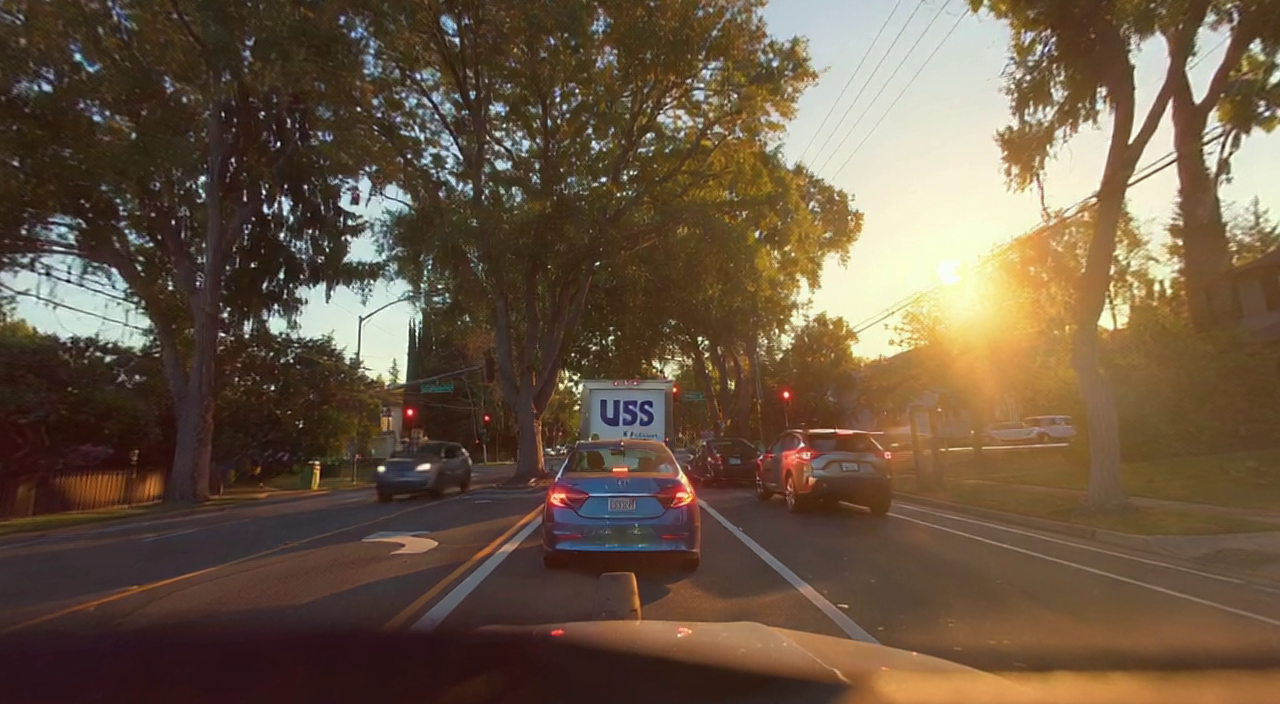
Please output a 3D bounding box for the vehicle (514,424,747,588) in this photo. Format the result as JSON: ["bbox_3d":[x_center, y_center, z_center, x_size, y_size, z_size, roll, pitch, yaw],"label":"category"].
[{"bbox_3d":[-0.139,1.730,7.978,2.135,1.483,4.207,0,-8,-2],"label":"vehicle"}]

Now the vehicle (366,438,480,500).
[{"bbox_3d":[-6.355,3.457,19.078,1.962,1.640,4.161,0,-8,0],"label":"vehicle"}]

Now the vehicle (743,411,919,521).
[{"bbox_3d":[3.600,2.260,12.985,2.145,1.847,4.524,0,-8,-1],"label":"vehicle"}]
